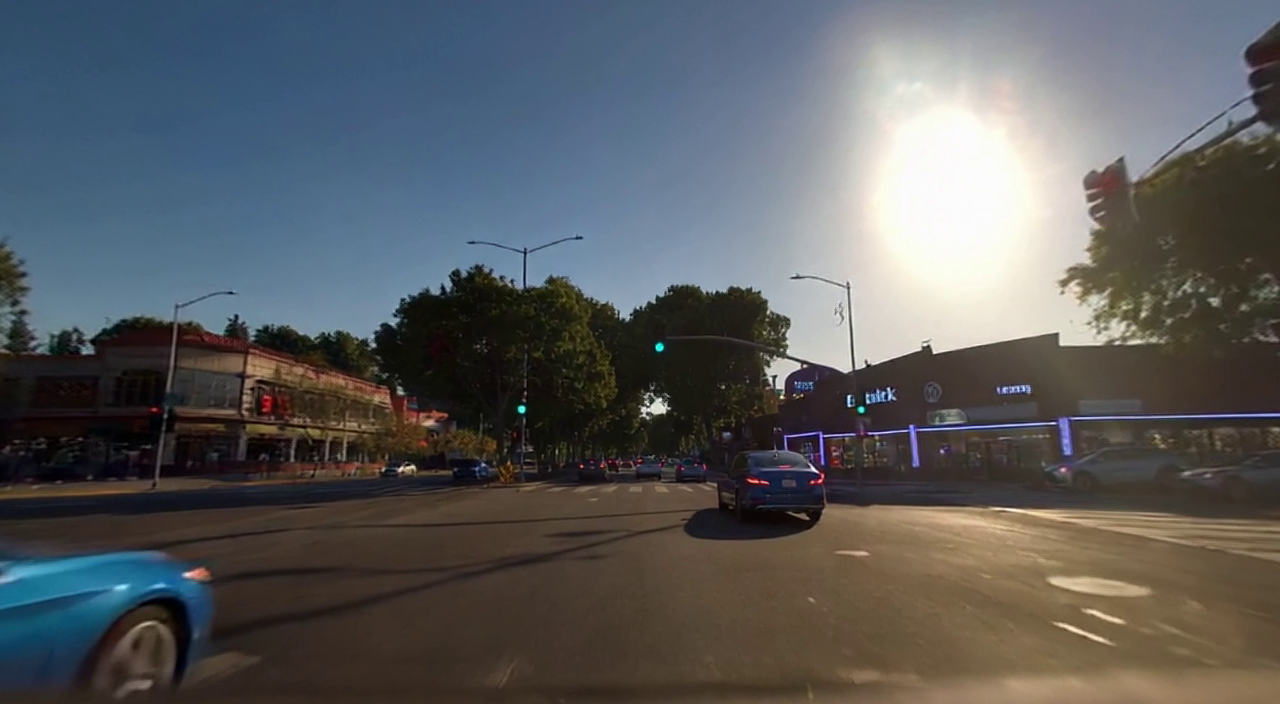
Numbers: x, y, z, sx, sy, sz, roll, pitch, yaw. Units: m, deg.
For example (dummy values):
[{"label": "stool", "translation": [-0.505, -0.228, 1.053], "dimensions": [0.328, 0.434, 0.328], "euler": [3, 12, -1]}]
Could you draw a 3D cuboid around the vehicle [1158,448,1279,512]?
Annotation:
[{"label": "vehicle", "translation": [15.496, 3.018, 15.114], "dimensions": [4.481, 1.427, 1.830], "euler": [0, -9, -1]}]

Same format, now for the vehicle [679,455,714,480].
[{"label": "vehicle", "translation": [3.718, 7.697, 42.255], "dimensions": [1.931, 1.552, 4.125], "euler": [0, -9, 0]}]

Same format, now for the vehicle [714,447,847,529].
[{"label": "vehicle", "translation": [2.881, 2.873, 13.949], "dimensions": [1.946, 1.513, 4.133], "euler": [0, -9, -1]}]

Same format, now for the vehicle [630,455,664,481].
[{"label": "vehicle", "translation": [0.409, 7.273, 39.765], "dimensions": [2.070, 1.460, 4.118], "euler": [0, -9, -1]}]

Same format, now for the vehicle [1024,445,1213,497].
[{"label": "vehicle", "translation": [16.264, 4.053, 21.650], "dimensions": [4.637, 1.654, 2.277], "euler": [0, -9, -1]}]

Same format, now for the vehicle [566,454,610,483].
[{"label": "vehicle", "translation": [-2.901, 6.614, 36.055], "dimensions": [2.040, 1.471, 4.211], "euler": [0, -9, 1]}]
